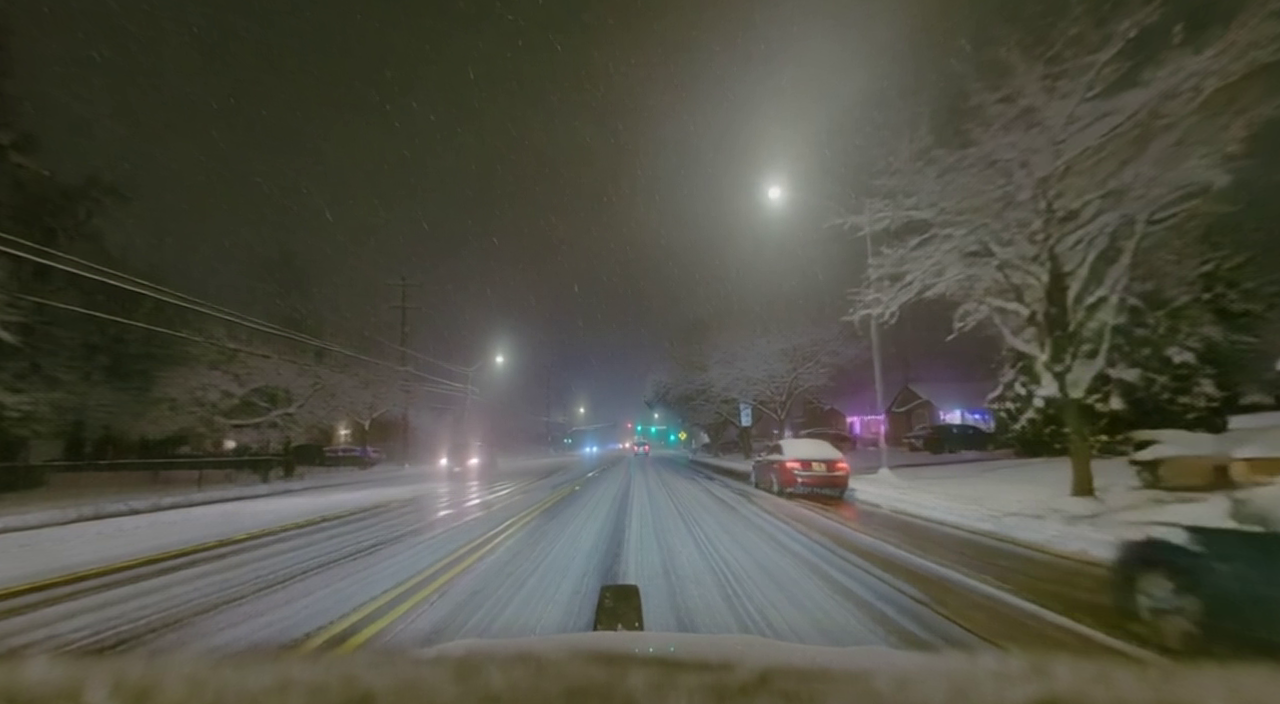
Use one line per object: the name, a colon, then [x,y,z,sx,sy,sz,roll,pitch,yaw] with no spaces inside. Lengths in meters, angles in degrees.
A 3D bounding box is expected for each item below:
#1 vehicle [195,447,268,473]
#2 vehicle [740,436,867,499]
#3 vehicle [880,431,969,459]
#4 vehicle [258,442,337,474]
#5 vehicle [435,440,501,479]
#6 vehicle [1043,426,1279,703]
vehicle: [-26.516,7.012,40.957,3.527,1.415,1.748,-2,-7,-5]
vehicle: [4.496,3.274,18.458,2.154,1.550,5.785,0,-8,0]
vehicle: [16.660,5.451,36.949,4.315,1.410,1.838,-2,-7,-3]
vehicle: [-22.198,6.845,40.850,4.052,1.641,1.939,-5,-7,-2]
vehicle: [-7.783,4.875,28.860,1.867,1.603,3.983,0,-8,1]
vehicle: [4.280,1.037,2.635,1.968,1.482,4.991,0,-8,1]
